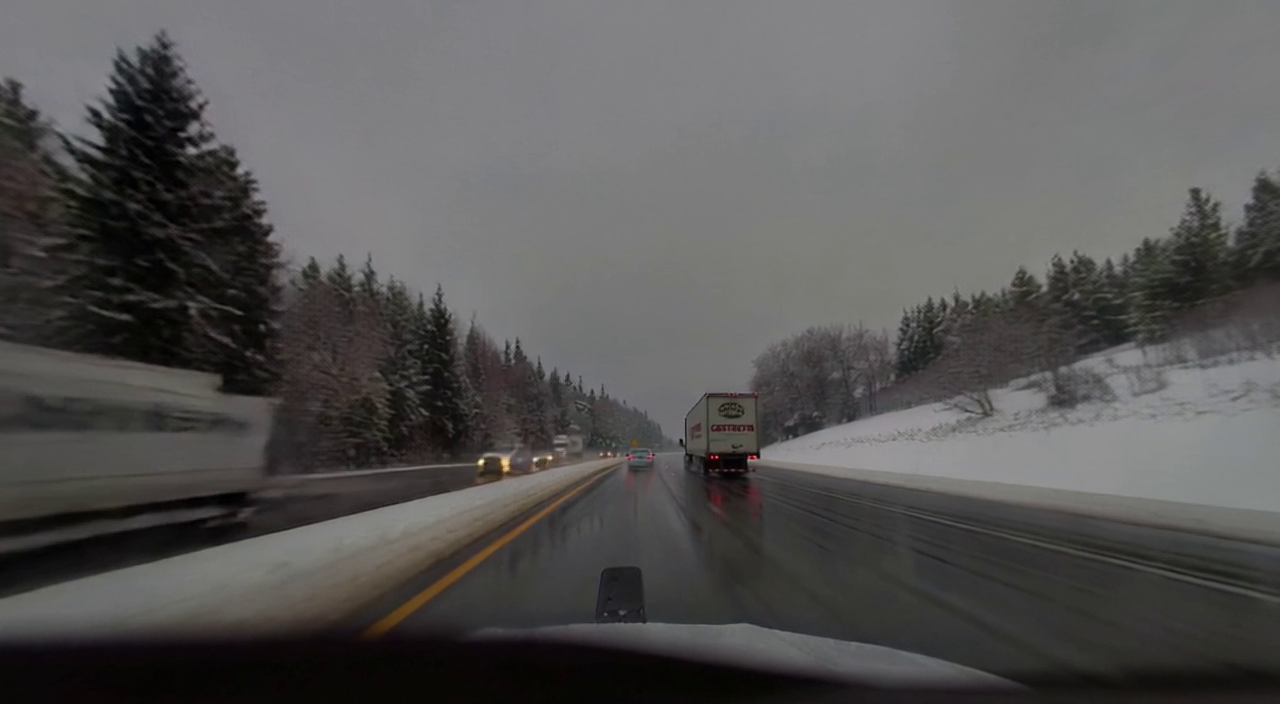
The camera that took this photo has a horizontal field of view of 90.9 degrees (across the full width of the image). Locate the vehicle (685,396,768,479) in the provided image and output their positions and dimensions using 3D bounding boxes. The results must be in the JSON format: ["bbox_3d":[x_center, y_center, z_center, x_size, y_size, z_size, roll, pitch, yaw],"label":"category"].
[{"bbox_3d":[4.731,5.304,38.021,2.909,4.074,14.457,0,-9,0],"label":"vehicle"}]

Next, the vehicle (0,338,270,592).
[{"bbox_3d":[-8.693,1.458,8.241,3.033,2.814,7.504,0,-9,1],"label":"vehicle"}]

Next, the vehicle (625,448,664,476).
[{"bbox_3d":[0.263,6.179,35.633,2.074,1.475,3.960,0,-9,1],"label":"vehicle"}]

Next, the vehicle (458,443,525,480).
[{"bbox_3d":[-8.246,6.152,35.611,2.252,1.923,5.541,0,-9,2],"label":"vehicle"}]
